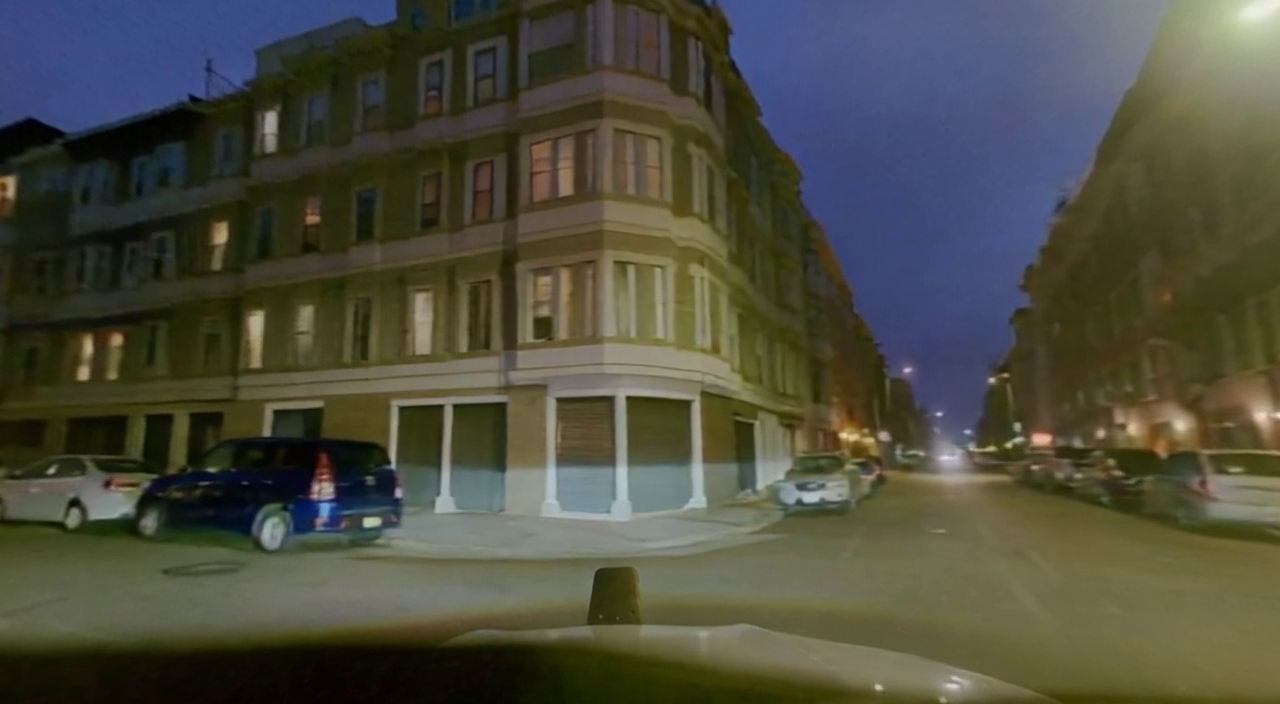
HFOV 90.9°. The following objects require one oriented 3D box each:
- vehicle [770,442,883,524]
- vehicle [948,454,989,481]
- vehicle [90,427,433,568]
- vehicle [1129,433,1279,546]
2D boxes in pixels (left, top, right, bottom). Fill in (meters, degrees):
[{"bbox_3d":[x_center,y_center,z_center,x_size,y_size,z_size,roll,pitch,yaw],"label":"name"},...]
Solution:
[{"bbox_3d":[4.105,2.672,13.509,1.882,1.459,3.518,-3,-8,23],"label":"vehicle"},{"bbox_3d":[23.424,8.203,45.075,2.341,1.675,4.360,-4,-9,25],"label":"vehicle"},{"bbox_3d":[-5.640,1.979,9.390,4.679,1.631,2.025,-4,-9,25],"label":"vehicle"},{"bbox_3d":[9.843,2.183,10.348,1.868,1.544,3.869,-3,-10,24],"label":"vehicle"}]
